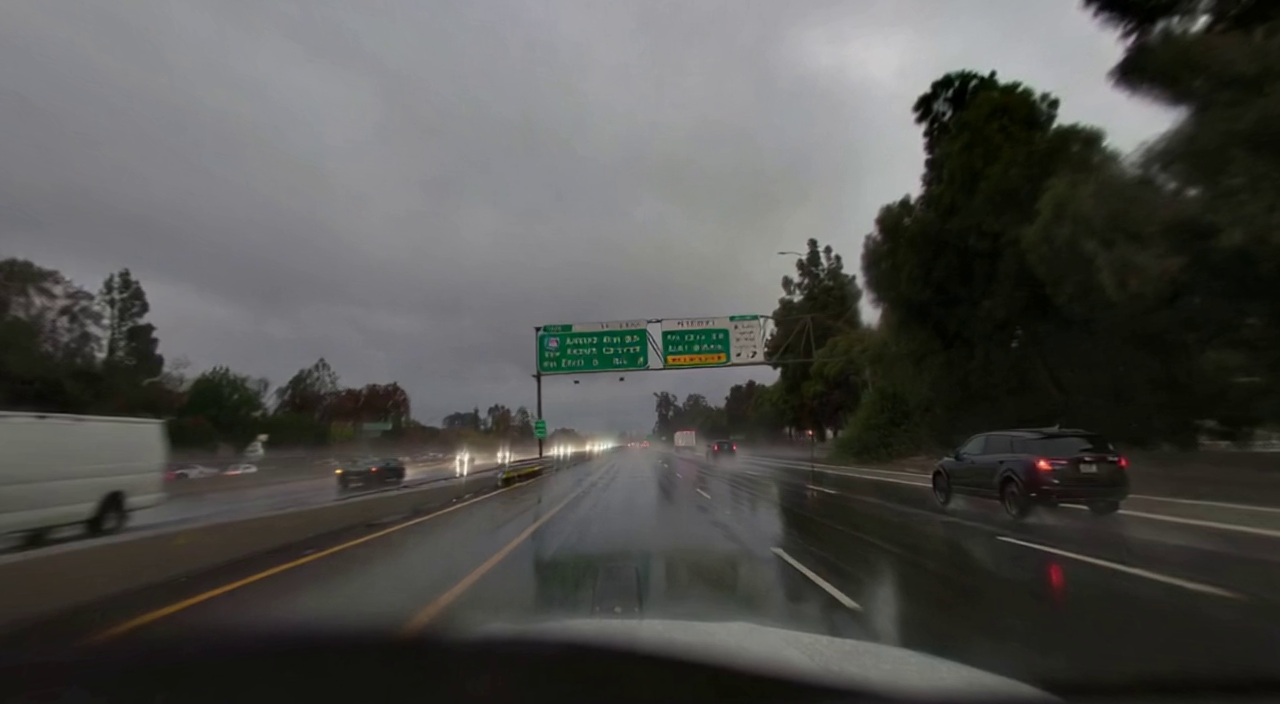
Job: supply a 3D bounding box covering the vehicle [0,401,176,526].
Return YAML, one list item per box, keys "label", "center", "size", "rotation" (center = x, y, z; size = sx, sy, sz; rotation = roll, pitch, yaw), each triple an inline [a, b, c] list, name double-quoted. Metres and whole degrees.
- label: "vehicle"
  center: [-22.422, 3.829, 21.875]
  size: [2.836, 4.063, 13.052]
  rotation: [0, -9, 0]

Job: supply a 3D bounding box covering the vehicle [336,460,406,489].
- label: "vehicle"
  center: [-15.024, 6.846, 35.595]
  size: [1.876, 1.401, 4.591]
  rotation: [0, -9, 0]

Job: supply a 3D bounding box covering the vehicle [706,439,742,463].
- label: "vehicle"
  center: [6.333, 7.493, 48.015]
  size: [2.030, 1.706, 4.279]
  rotation: [0, -9, -1]

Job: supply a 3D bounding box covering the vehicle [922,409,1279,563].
- label: "vehicle"
  center: [6.366, 1.819, 9.363]
  size: [2.052, 1.660, 4.837]
  rotation: [0, -9, -1]
